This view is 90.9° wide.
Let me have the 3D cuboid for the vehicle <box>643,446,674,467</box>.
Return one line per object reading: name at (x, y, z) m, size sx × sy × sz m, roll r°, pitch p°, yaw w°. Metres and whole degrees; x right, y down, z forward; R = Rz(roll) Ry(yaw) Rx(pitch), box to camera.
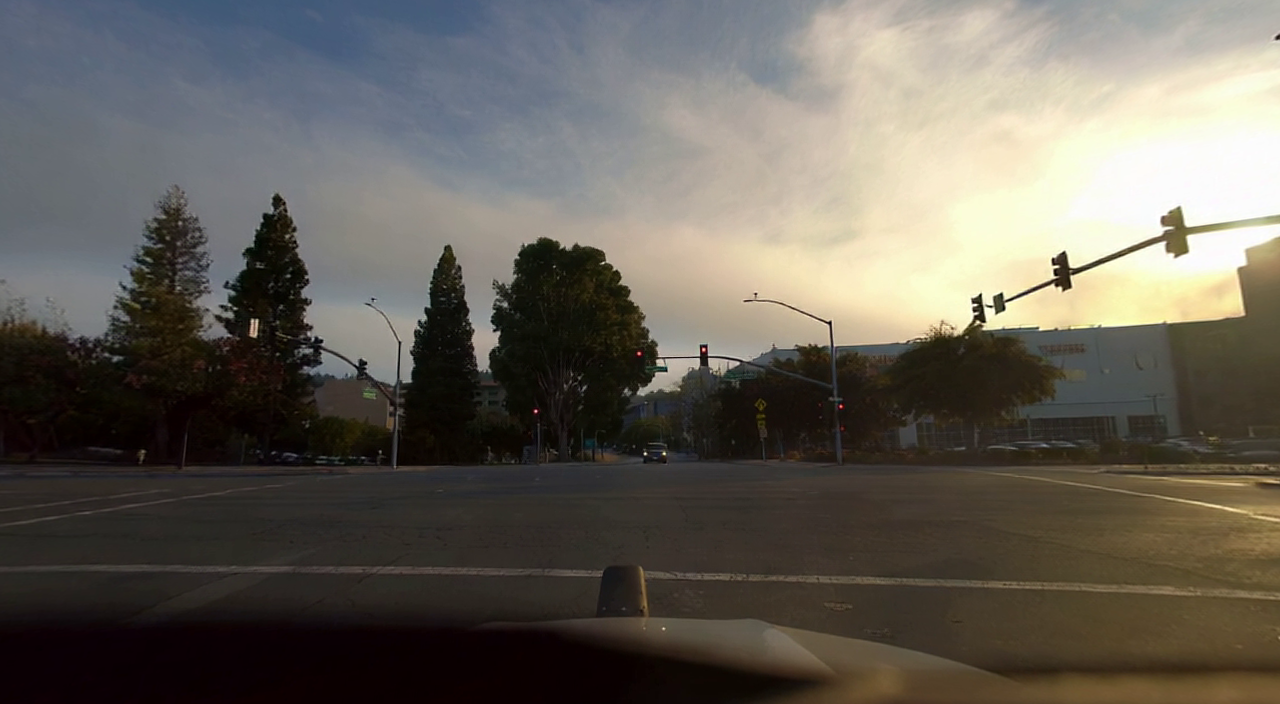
vehicle at (1.291, 7.637, 46.444) m, size 2.132 × 1.449 × 4.235 m, roll 0°, pitch -9°, yaw 0°
